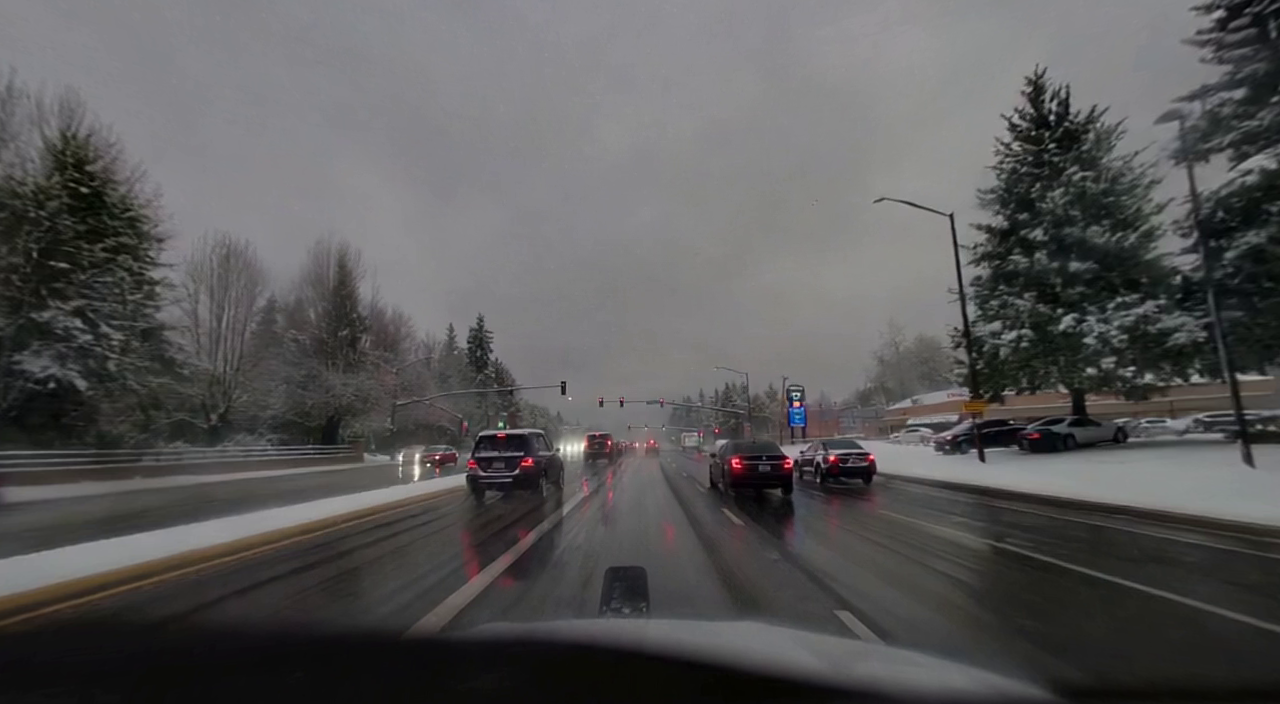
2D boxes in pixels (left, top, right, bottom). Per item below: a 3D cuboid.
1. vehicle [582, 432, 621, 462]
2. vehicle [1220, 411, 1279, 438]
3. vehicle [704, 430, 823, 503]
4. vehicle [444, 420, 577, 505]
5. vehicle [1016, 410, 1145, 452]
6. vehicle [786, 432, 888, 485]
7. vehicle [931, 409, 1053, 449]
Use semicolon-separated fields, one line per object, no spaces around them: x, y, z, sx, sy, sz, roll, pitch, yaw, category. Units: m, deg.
-2.409;6.105;40.550;2.117;1.799;4.442;0;-9;1;vehicle
38.329;4.273;37.789;2.059;1.432;4.610;1;-10;-25;vehicle
2.813;2.721;15.417;2.004;1.512;4.206;0;-9;0;vehicle
-2.869;2.592;15.117;2.141;1.719;4.379;0;-9;2;vehicle
17.096;3.111;24.434;4.698;1.495;2.125;4;-10;-29;vehicle
6.378;3.503;21.028;1.881;1.540;4.750;0;-9;0;vehicle
16.815;3.723;30.141;4.953;1.804;2.337;3;-9;-21;vehicle
